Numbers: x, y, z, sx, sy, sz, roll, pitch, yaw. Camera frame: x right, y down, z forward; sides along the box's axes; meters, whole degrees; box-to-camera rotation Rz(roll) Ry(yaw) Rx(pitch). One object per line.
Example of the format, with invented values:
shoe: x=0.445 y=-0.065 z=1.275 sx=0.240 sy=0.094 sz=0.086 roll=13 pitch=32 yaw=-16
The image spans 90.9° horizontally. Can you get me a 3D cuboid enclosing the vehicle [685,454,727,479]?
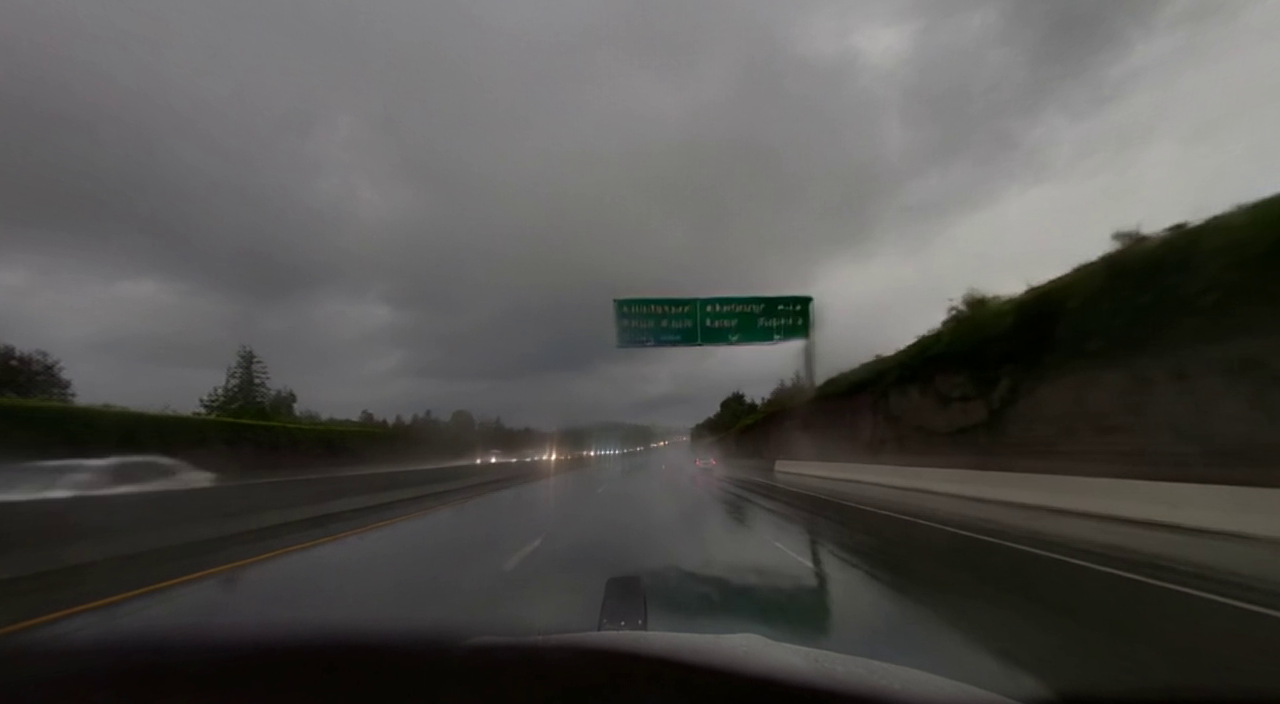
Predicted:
vehicle: x=3.860 y=6.799 z=37.569 sx=2.065 sy=1.400 sz=4.028 roll=0 pitch=-9 yaw=0
